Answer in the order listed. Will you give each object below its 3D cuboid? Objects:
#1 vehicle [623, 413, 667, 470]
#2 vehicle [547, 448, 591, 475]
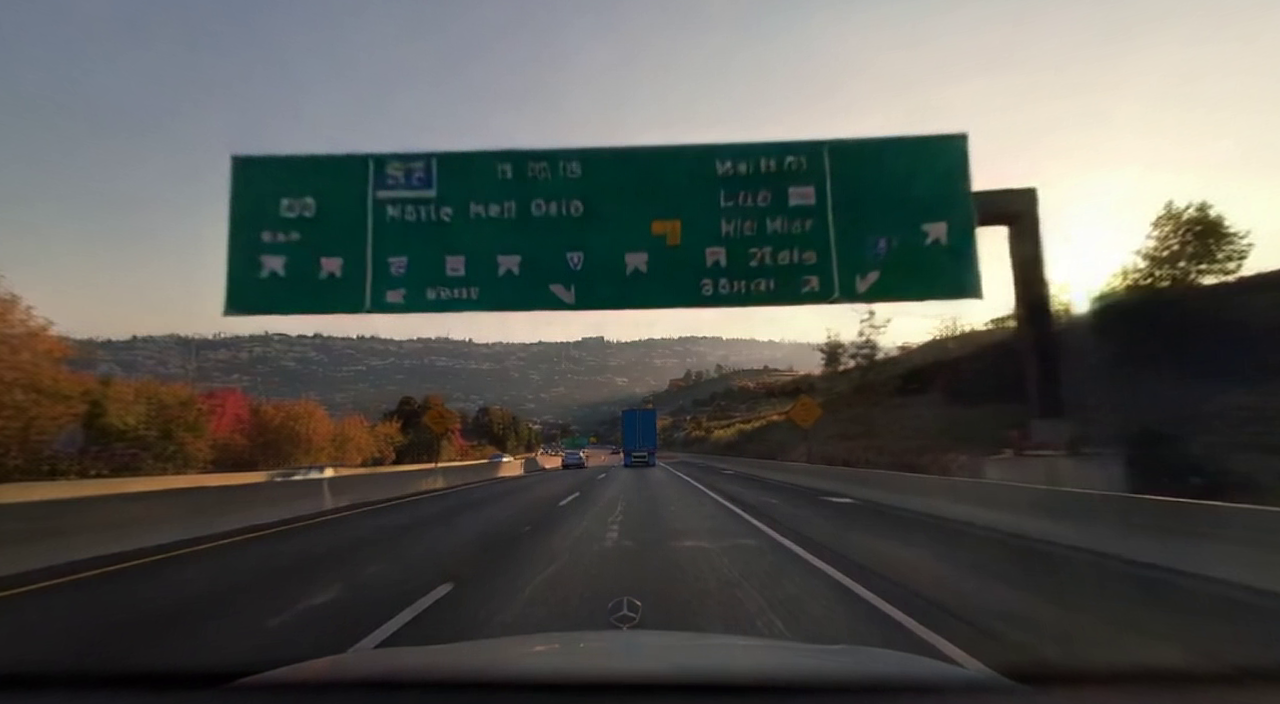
[{"bbox_3d":[0.199,6.797,47.680,2.864,3.805,9.500,0,-9,-3],"label":"vehicle"},{"bbox_3d":[-4.132,6.468,37.543,2.053,1.523,4.450,0,-9,1],"label":"vehicle"}]
